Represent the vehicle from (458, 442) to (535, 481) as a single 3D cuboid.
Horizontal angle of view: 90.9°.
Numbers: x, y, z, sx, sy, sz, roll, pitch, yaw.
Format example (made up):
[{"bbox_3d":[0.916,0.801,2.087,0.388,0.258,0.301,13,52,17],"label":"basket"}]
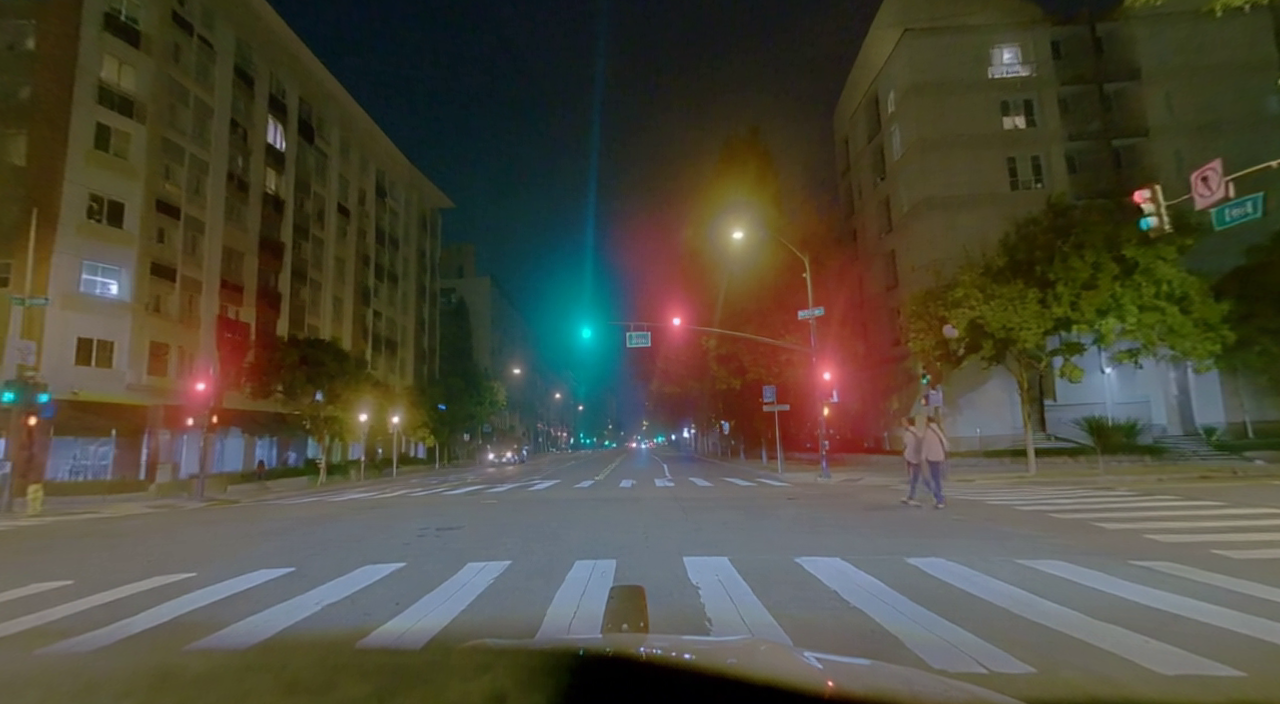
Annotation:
[{"bbox_3d":[-5.883,4.547,26.486,2.127,1.473,4.428,0,-8,1],"label":"vehicle"}]
